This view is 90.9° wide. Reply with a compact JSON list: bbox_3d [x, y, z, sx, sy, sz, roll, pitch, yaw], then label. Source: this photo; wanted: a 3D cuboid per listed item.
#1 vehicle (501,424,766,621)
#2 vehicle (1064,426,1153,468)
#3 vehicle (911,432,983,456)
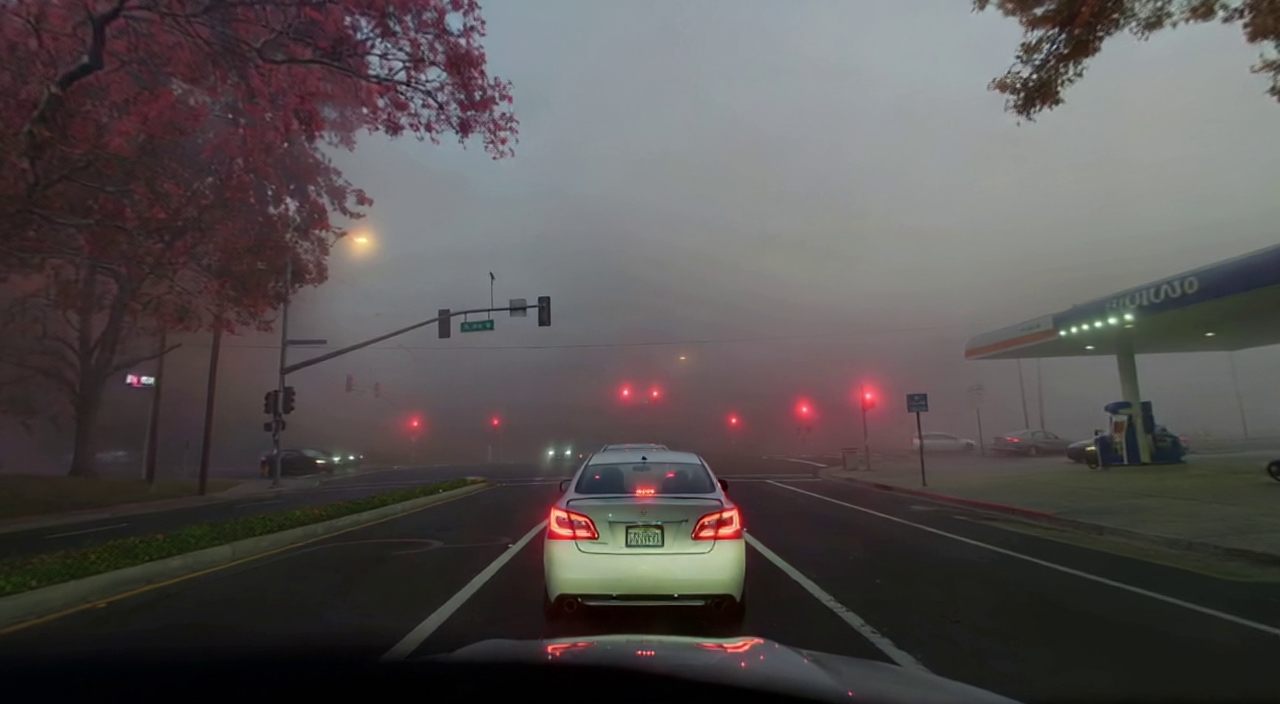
[{"bbox_3d":[-0.047,1.600,6.897,2.010,1.482,4.057,0,-8,0],"label":"vehicle"},{"bbox_3d":[18.564,3.752,24.899,4.091,1.495,2.053,8,-12,-44],"label":"vehicle"},{"bbox_3d":[21.059,6.325,43.296,3.975,1.563,1.755,-1,-8,4],"label":"vehicle"}]
